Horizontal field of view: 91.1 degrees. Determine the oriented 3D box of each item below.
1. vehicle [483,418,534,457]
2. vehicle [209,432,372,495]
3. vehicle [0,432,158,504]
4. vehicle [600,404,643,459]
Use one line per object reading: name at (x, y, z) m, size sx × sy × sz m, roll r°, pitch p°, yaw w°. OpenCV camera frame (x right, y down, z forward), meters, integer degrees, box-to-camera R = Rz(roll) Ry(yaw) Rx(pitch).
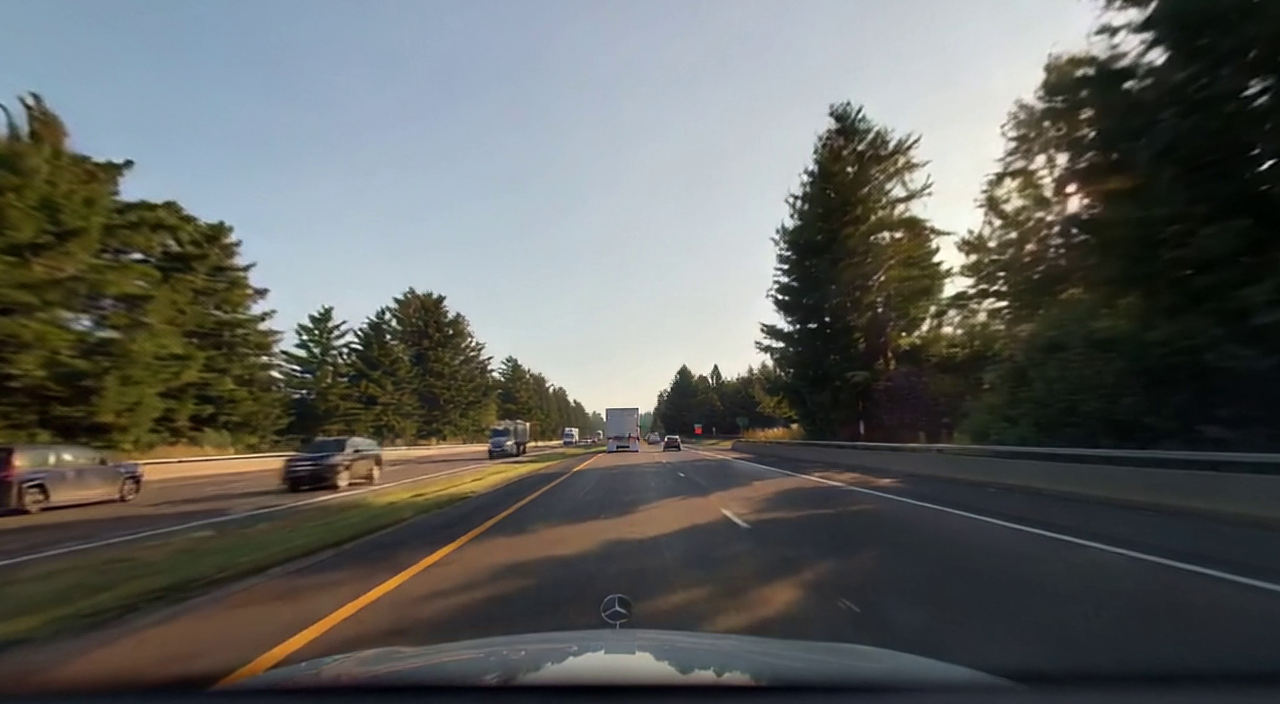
vehicle at (-10.029, 6.603, 48.558) m, size 2.568 × 2.809 × 6.308 m, roll 0°, pitch -8°, yaw 0°
vehicle at (-9.261, 2.952, 17.207) m, size 1.949 × 1.471 × 4.555 m, roll 0°, pitch -8°, yaw -2°
vehicle at (-38.165, 7.369, 41.712) m, size 2.874 × 4.020 × 14.604 m, roll 1°, pitch -8°, yaw -9°
vehicle at (-1.192, 4.984, 39.188) m, size 2.450 × 3.098 × 6.965 m, roll 0°, pitch -8°, yaw -2°
